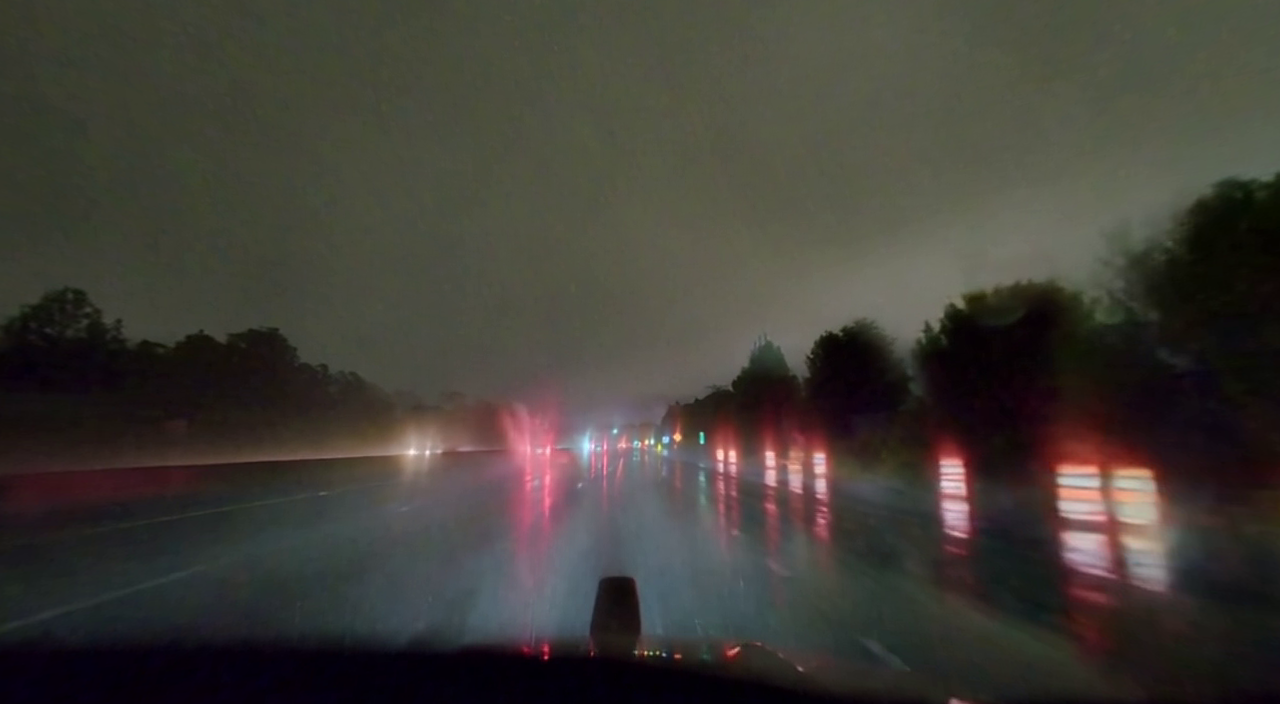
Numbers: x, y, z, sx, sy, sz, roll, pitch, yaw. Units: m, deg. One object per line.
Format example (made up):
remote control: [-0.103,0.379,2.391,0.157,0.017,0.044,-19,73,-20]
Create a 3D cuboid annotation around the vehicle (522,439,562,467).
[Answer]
vehicle: [-6.530,6.747,42.491,2.036,1.758,4.529,0,-9,0]
